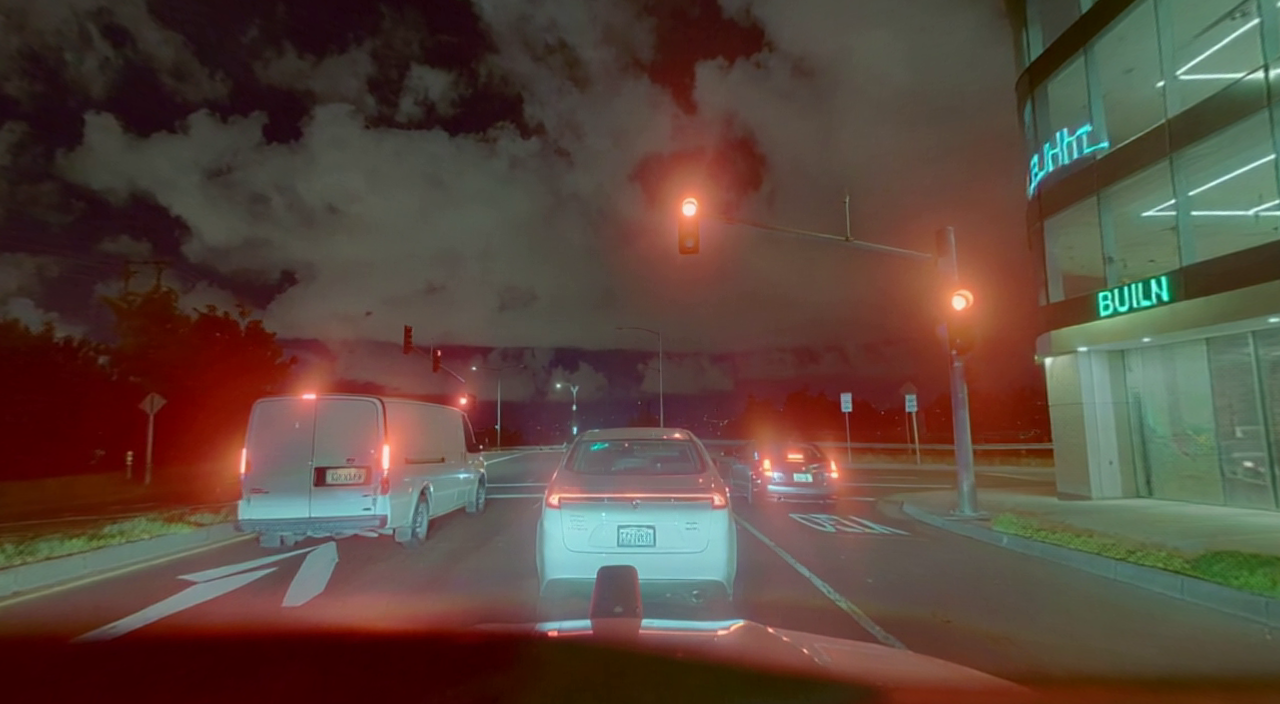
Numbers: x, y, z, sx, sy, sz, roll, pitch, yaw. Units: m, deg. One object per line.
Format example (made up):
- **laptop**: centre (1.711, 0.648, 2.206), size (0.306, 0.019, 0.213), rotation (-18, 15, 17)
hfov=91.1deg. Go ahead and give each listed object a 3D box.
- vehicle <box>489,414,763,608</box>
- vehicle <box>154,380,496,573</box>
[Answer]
- **vehicle**: centre (-0.112, 1.465, 6.776), size (2.064, 1.452, 3.942), rotation (0, -8, 0)
- **vehicle**: centre (-3.575, 1.515, 8.576), size (2.076, 1.820, 5.100), rotation (0, -8, -1)
